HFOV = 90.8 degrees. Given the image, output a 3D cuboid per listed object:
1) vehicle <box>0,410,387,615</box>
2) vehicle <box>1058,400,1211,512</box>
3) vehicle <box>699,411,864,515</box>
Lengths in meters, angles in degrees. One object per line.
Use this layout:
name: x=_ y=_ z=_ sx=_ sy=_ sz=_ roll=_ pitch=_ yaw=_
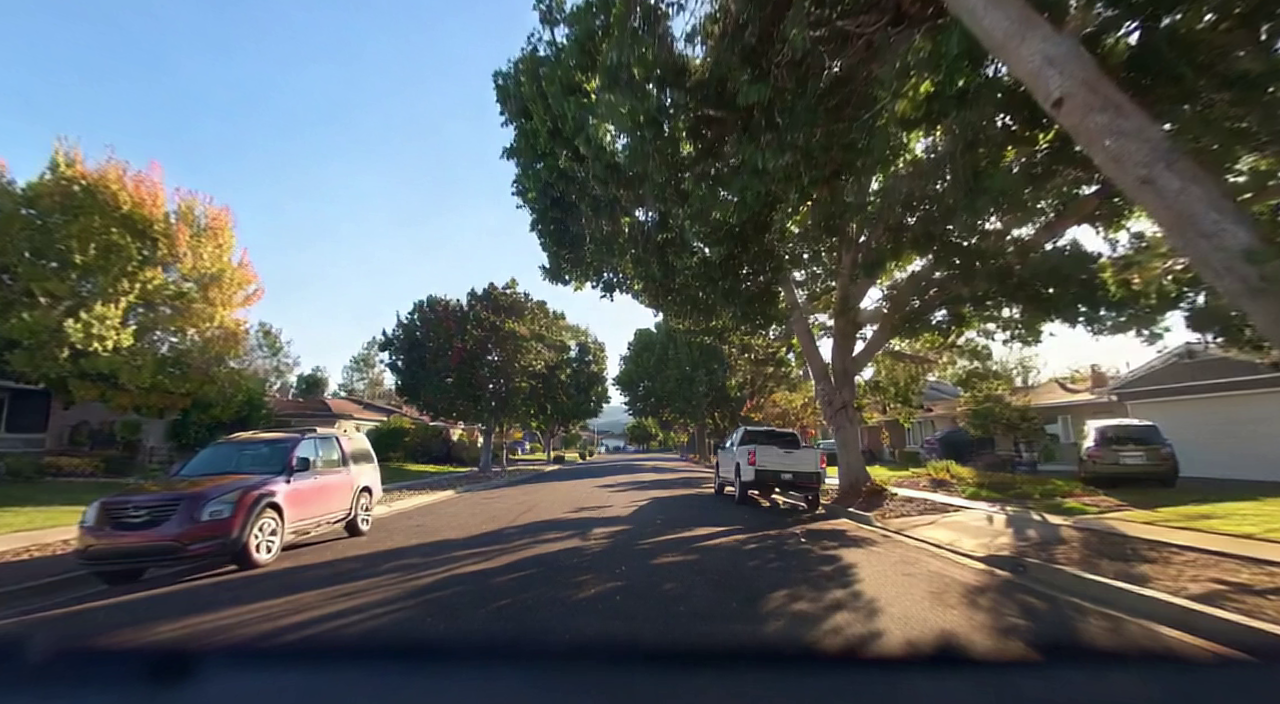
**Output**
vehicle: x=-5.191 y=1.802 z=8.428 sx=2.075 sy=1.837 sz=4.945 roll=0 pitch=-7 yaw=-6
vehicle: x=12.146 y=2.579 z=15.963 sx=2.403 sy=2.294 sz=5.205 roll=-6 pitch=-10 yaw=32
vehicle: x=3.404 y=2.944 z=17.389 sx=2.789 sy=2.206 sz=7.420 roll=0 pitch=-9 yaw=0
